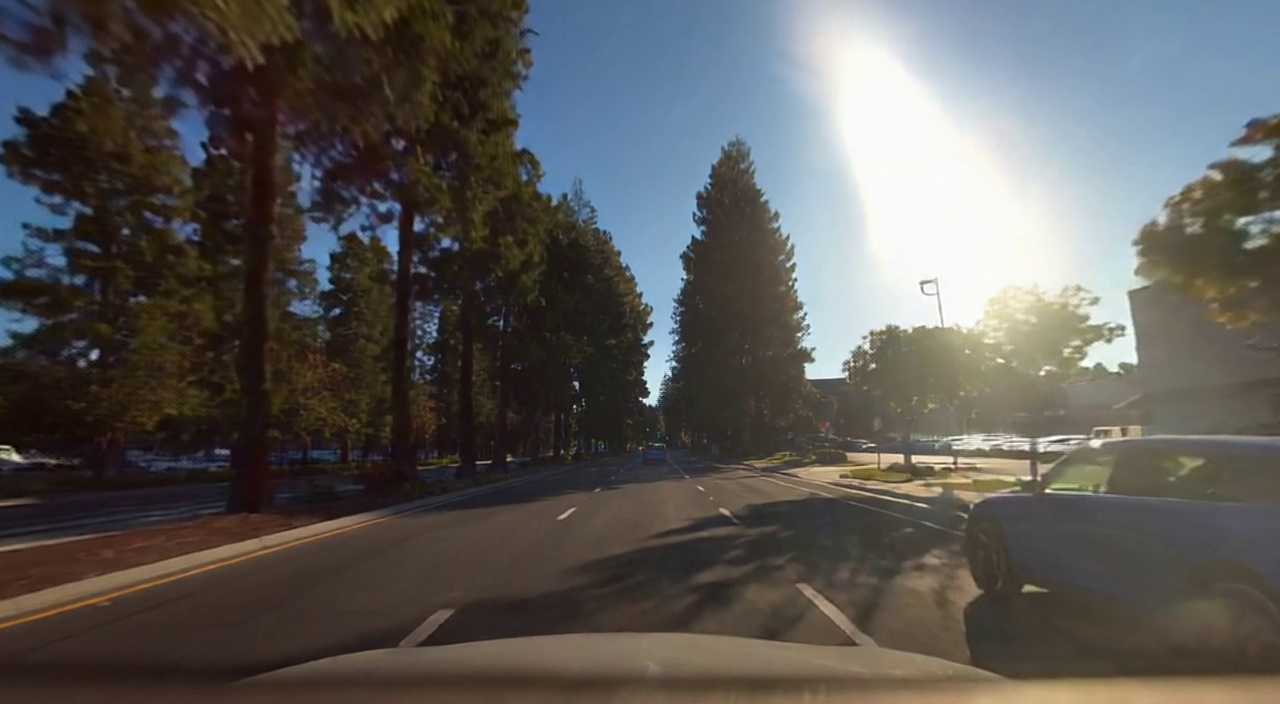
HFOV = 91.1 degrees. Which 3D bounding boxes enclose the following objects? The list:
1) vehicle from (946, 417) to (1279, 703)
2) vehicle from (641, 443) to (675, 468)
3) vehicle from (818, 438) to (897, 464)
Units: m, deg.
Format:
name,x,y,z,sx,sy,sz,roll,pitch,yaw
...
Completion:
name,x,y,z,sx,sy,sz,roll,pitch,yaw
vehicle,4.151,1.210,4.040,2.053,1.482,4.568,0,-8,0
vehicle,1.152,6.715,40.914,2.144,1.505,4.128,0,-8,1
vehicle,15.293,7.008,44.338,4.722,1.500,1.975,-4,-9,1
